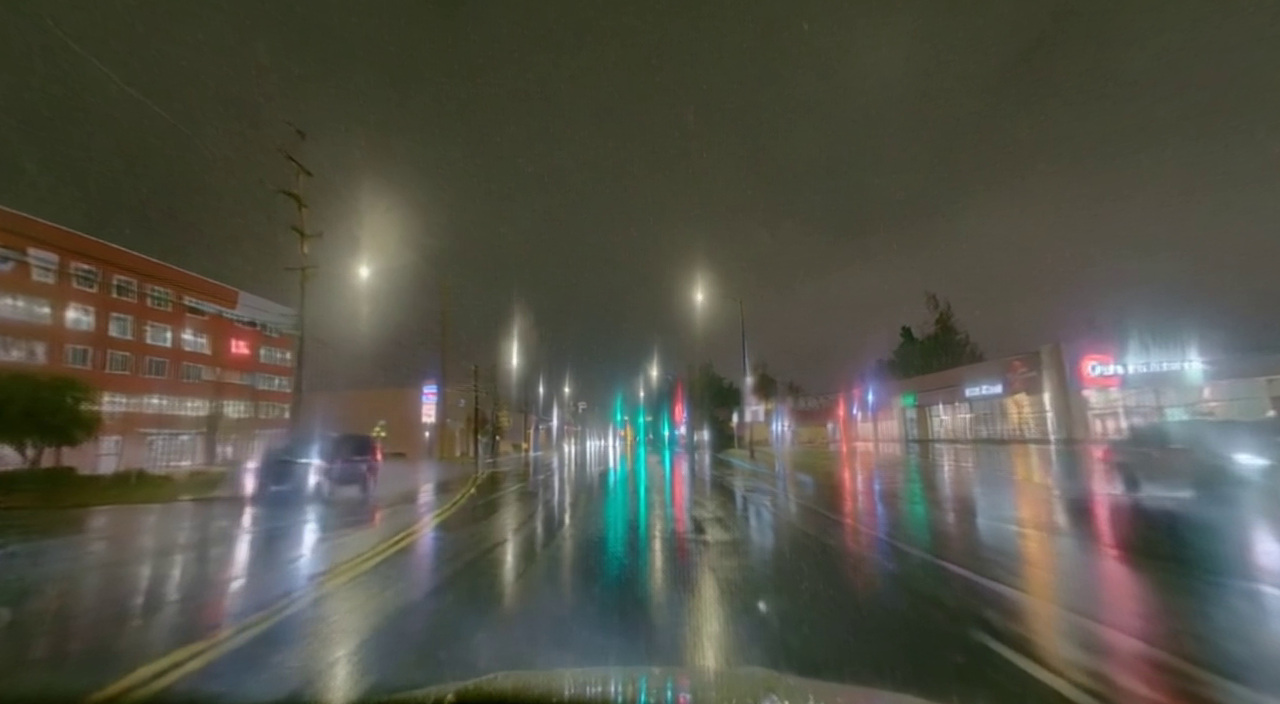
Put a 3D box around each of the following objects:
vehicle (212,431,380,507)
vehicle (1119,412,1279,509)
[{"bbox_3d":[-8.772,3.004,16.654,1.973,1.704,4.476,0,-8,-1],"label":"vehicle"},{"bbox_3d":[11.542,1.850,10.969,4.673,1.498,2.072,0,-8,0],"label":"vehicle"}]
